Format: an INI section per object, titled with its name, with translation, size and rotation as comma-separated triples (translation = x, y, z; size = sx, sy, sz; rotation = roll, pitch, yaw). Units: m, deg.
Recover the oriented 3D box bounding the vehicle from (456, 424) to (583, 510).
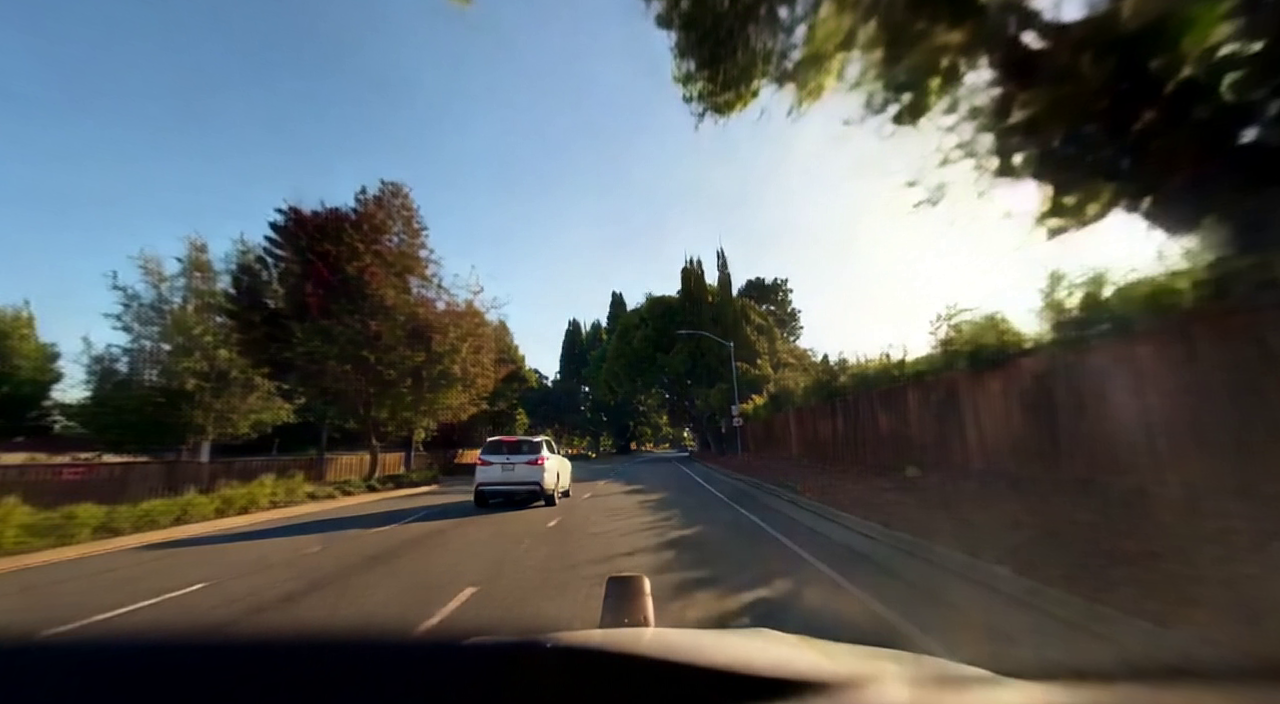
[vehicle]
translation = -2.838, 2.838, 16.067
size = 2.160, 1.855, 4.695
rotation = -1, -8, 2
